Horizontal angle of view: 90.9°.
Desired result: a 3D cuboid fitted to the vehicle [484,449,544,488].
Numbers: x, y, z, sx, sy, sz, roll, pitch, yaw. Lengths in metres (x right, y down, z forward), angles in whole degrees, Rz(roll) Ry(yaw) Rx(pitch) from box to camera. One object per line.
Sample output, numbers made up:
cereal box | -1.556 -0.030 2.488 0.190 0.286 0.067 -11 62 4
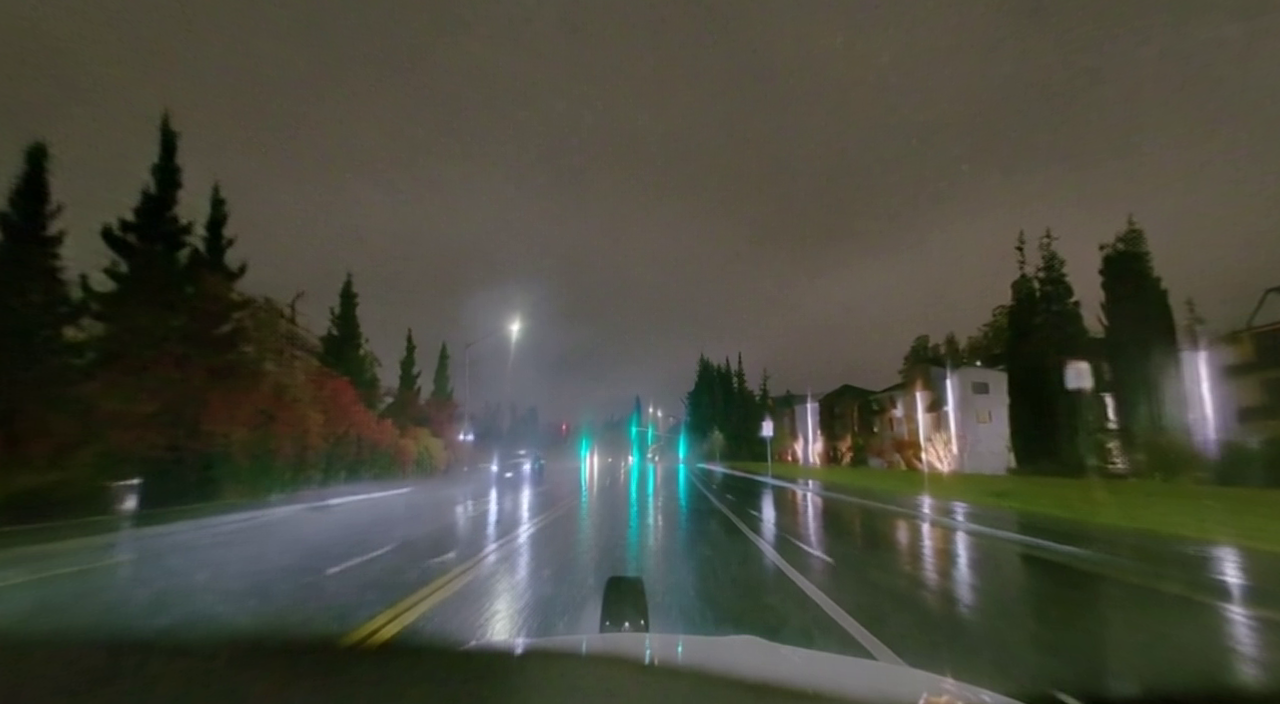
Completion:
vehicle | -5.445 5.053 27.704 1.816 1.543 3.931 -1 -8 0
